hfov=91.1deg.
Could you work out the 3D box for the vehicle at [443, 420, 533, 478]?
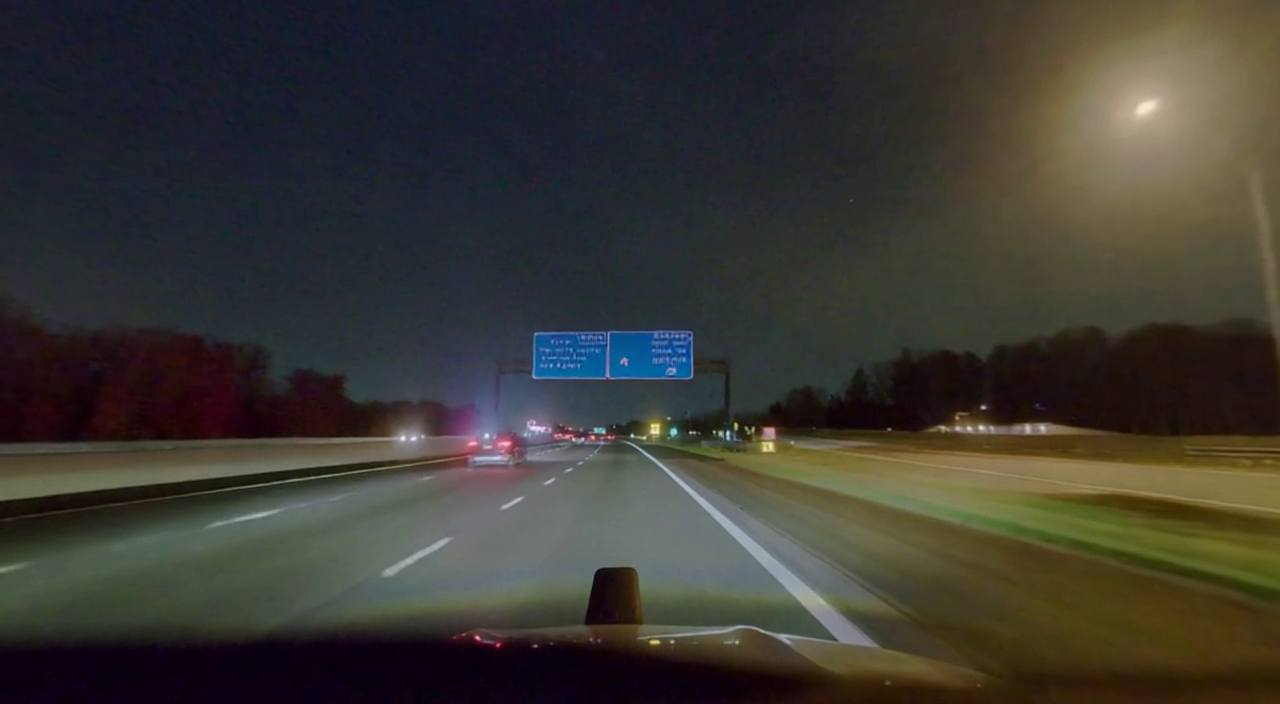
[{"bbox_3d":[-4.898,3.170,20.887,2.007,1.727,4.040,0,-8,0],"label":"vehicle"}]
